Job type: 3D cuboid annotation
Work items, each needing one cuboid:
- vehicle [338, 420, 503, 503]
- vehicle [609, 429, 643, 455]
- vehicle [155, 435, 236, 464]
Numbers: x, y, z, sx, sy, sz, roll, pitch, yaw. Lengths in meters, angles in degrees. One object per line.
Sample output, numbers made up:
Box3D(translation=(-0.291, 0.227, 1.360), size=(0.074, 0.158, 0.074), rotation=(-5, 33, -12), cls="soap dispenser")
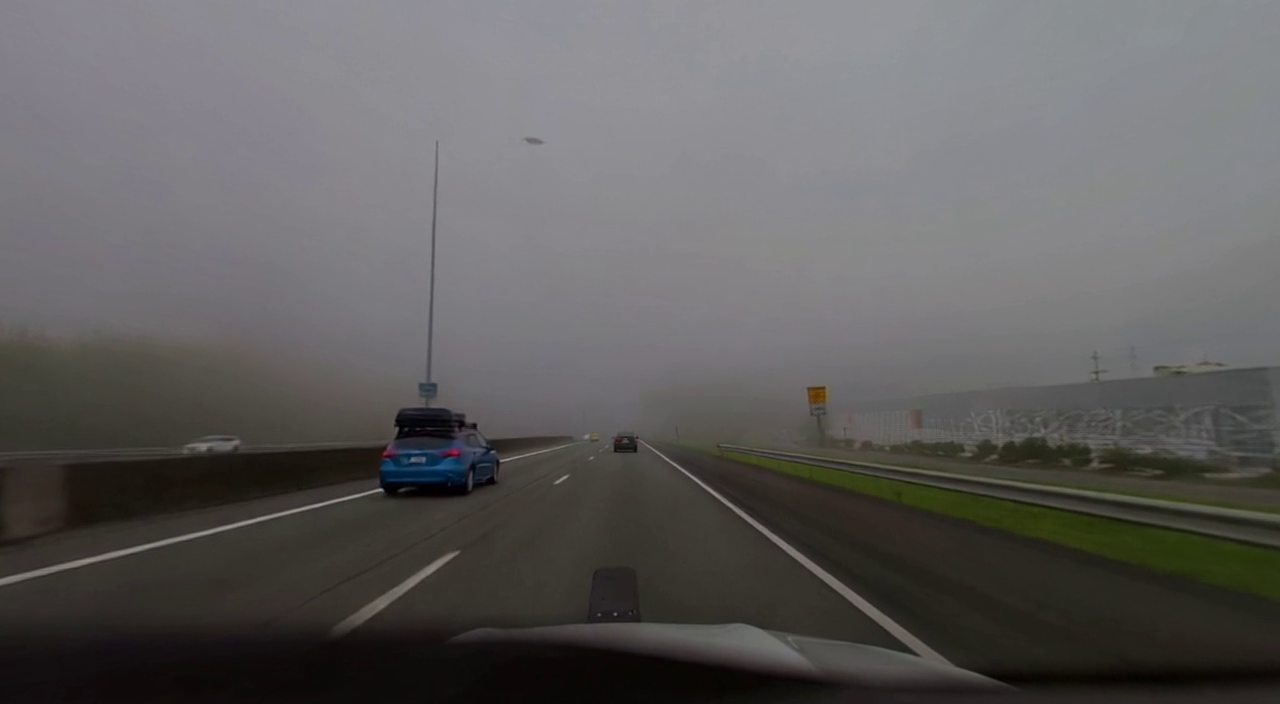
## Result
Box3D(translation=(-4.780, 2.435, 14.602), size=(2.189, 1.580, 4.607), rotation=(0, -8, -1), cls="vehicle")
Box3D(translation=(-0.911, 5.973, 41.967), size=(2.151, 1.618, 3.898), rotation=(0, -8, -1), cls="vehicle")
Box3D(translation=(-27.782, 6.094, 39.554), size=(1.914, 1.678, 4.212), rotation=(0, -8, 2), cls="vehicle")
